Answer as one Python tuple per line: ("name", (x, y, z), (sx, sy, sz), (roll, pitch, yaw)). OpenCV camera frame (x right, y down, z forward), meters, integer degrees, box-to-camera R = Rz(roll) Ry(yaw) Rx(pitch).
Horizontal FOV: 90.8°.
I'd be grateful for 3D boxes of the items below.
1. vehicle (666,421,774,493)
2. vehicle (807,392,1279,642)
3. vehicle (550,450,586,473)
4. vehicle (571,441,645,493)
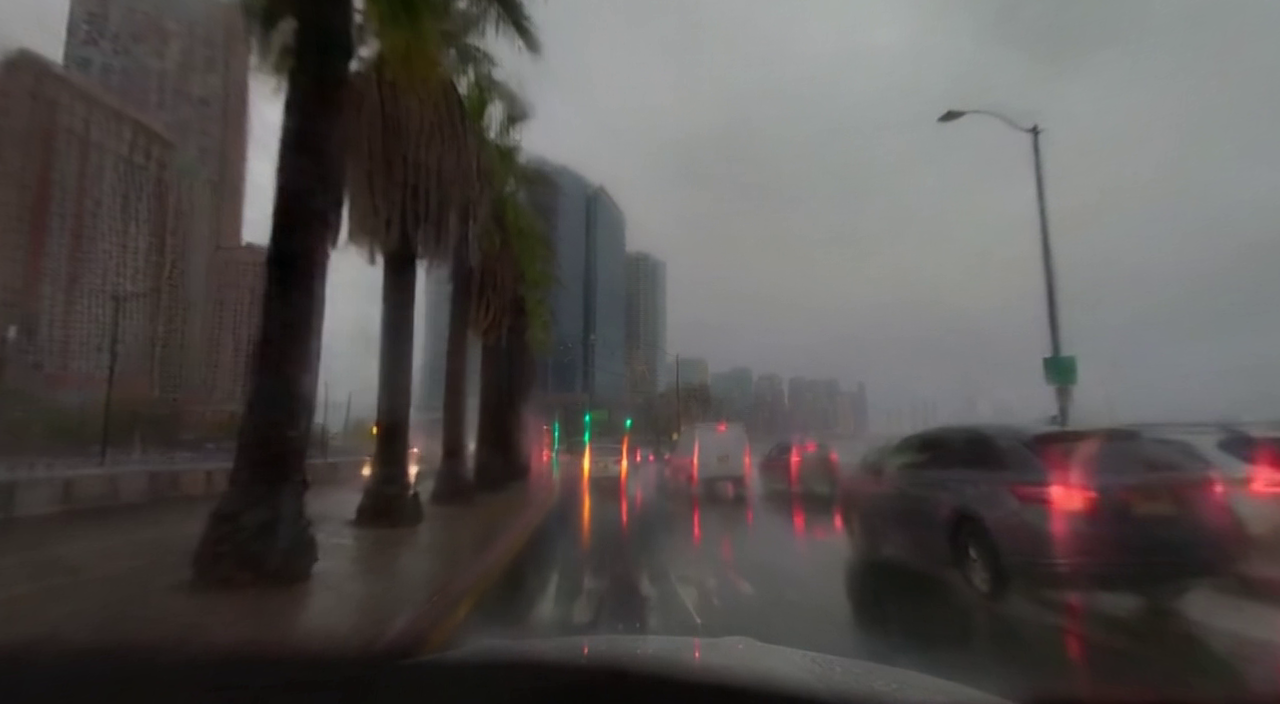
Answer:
("vehicle", (2.558, 3.586, 21.852), (2.434, 2.171, 5.098), (1, -9, -7))
("vehicle", (3.472, 1.447, 6.554), (2.151, 1.695, 4.258), (0, -9, -2))
("vehicle", (-5.013, 7.531, 43.733), (2.081, 1.503, 3.681), (2, -9, -13))
("vehicle", (-1.287, 4.044, 22.704), (2.332, 1.625, 4.933), (1, -9, -7))
